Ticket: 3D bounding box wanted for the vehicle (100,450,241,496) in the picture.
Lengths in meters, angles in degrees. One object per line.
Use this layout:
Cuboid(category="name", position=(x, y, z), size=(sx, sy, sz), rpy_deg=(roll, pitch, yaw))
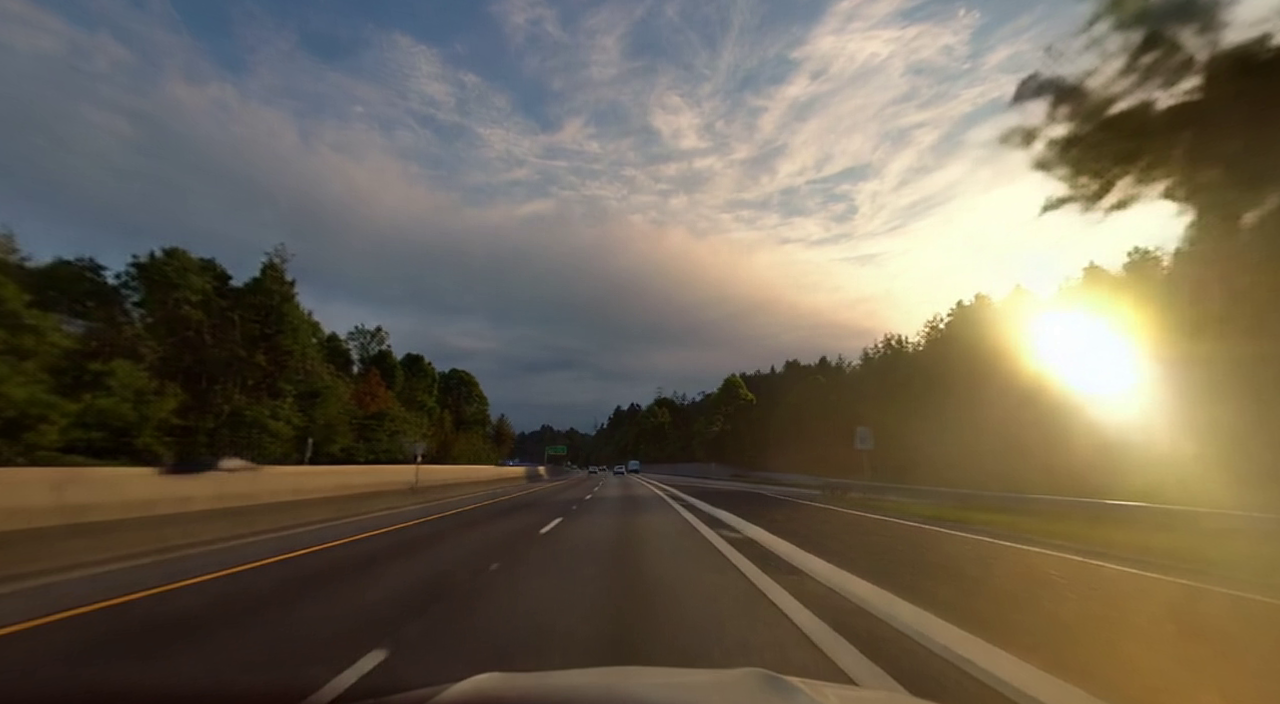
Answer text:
Cuboid(category="vehicle", position=(-16.920, 4.390, 23.022), size=(1.936, 1.481, 4.151), rpy_deg=(1, -10, -1))
